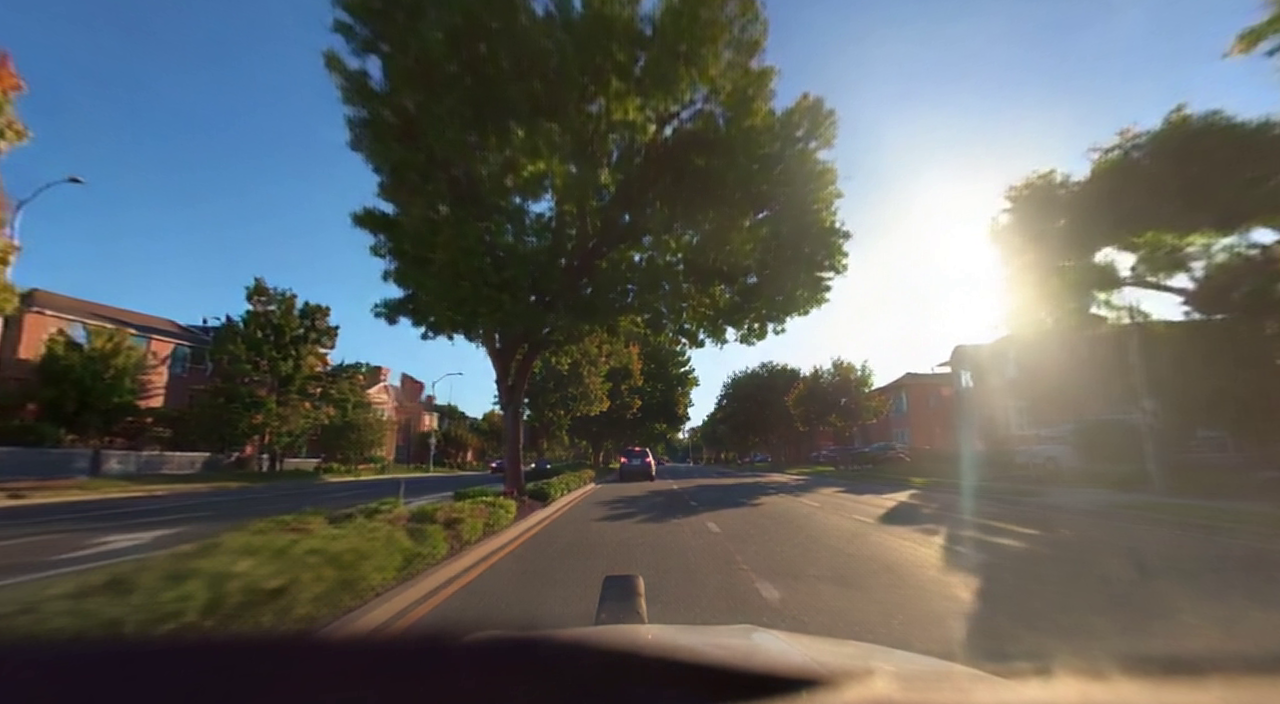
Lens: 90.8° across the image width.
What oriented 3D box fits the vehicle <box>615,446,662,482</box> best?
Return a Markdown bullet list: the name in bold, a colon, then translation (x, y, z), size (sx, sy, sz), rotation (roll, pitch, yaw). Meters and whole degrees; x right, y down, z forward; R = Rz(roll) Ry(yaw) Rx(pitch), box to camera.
- **vehicle**: translation (-0.017, 5.342, 30.444), size (2.093, 1.591, 4.247), rotation (0, -9, 1)
